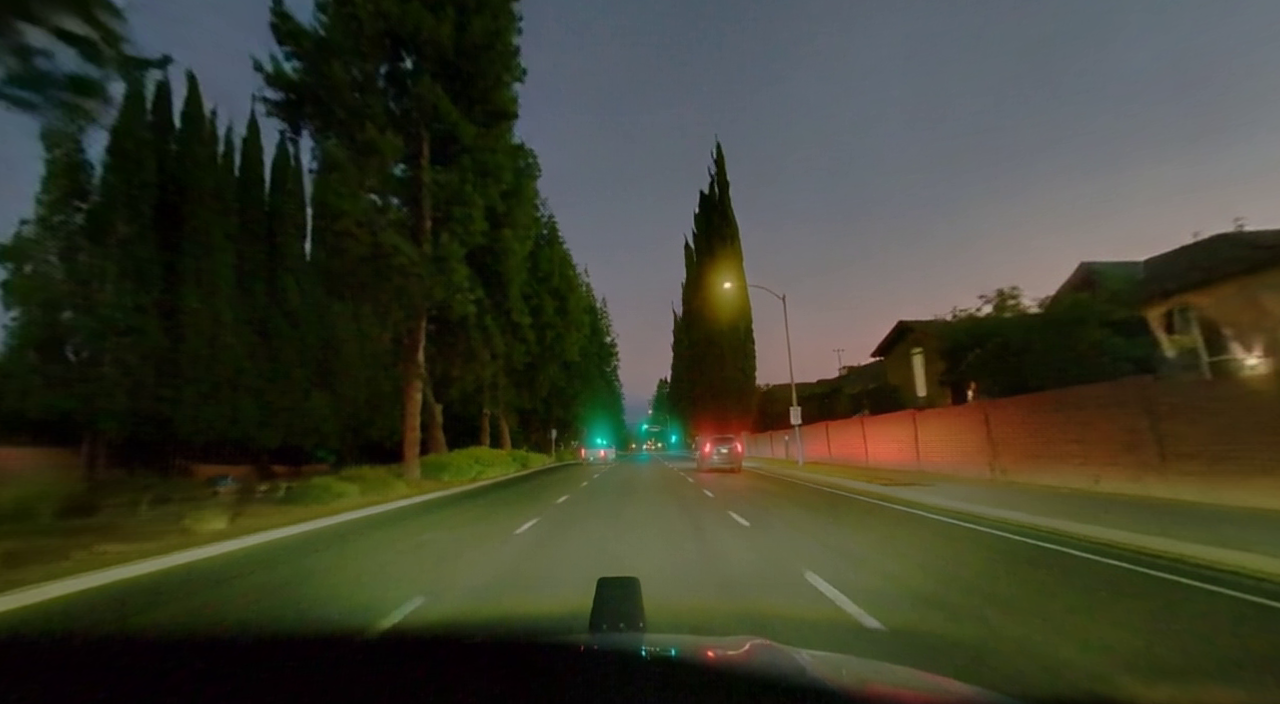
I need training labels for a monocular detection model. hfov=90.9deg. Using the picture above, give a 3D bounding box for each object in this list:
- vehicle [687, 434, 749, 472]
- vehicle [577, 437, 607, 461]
[{"bbox_3d":[3.683,4.883,30.630,2.321,1.695,5.037,0,-8,0],"label":"vehicle"},{"bbox_3d":[-3.630,7.434,48.447,2.002,1.747,4.728,0,-8,0],"label":"vehicle"}]
